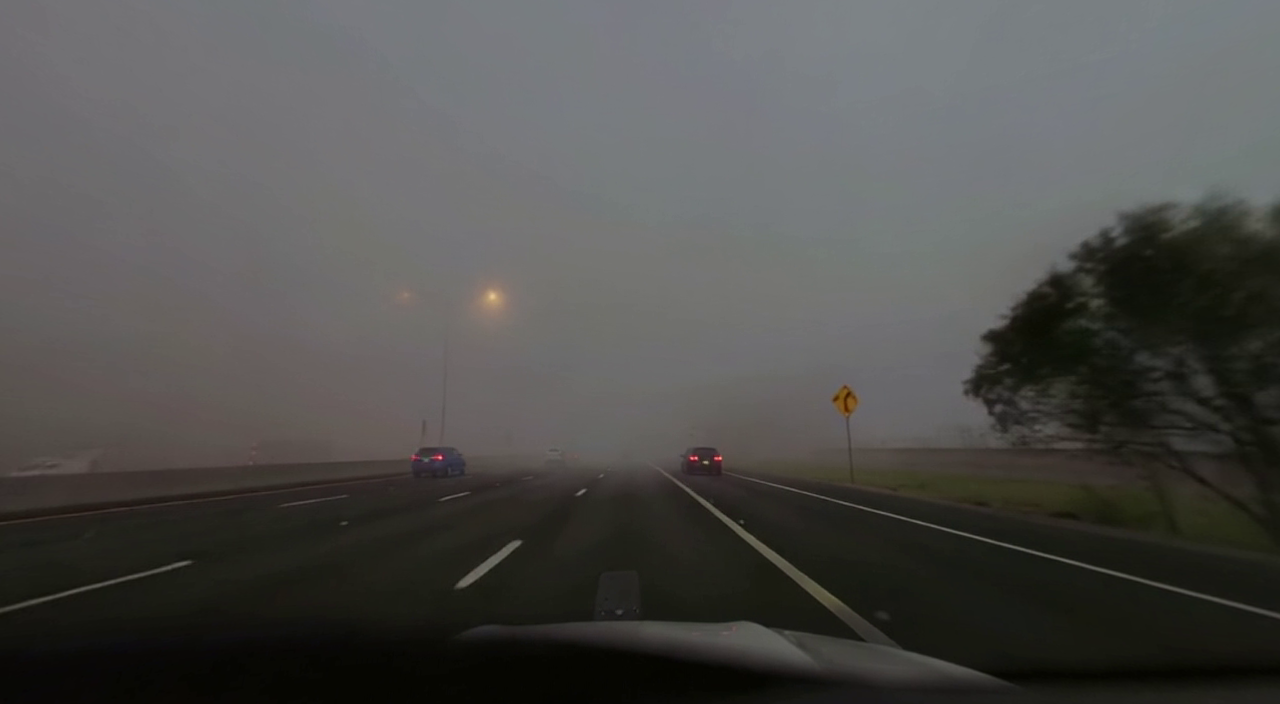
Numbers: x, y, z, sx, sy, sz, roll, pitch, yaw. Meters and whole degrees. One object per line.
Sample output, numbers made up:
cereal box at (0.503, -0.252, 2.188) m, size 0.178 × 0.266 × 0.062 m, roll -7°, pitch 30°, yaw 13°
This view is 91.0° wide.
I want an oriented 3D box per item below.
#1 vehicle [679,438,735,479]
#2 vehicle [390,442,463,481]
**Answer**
vehicle at (3.276, 5.324, 31.703) m, size 2.184 × 1.892 × 4.763 m, roll 0°, pitch -9°, yaw -1°
vehicle at (-11.095, 5.700, 33.076) m, size 2.137 × 1.873 × 4.687 m, roll 0°, pitch -9°, yaw 0°
